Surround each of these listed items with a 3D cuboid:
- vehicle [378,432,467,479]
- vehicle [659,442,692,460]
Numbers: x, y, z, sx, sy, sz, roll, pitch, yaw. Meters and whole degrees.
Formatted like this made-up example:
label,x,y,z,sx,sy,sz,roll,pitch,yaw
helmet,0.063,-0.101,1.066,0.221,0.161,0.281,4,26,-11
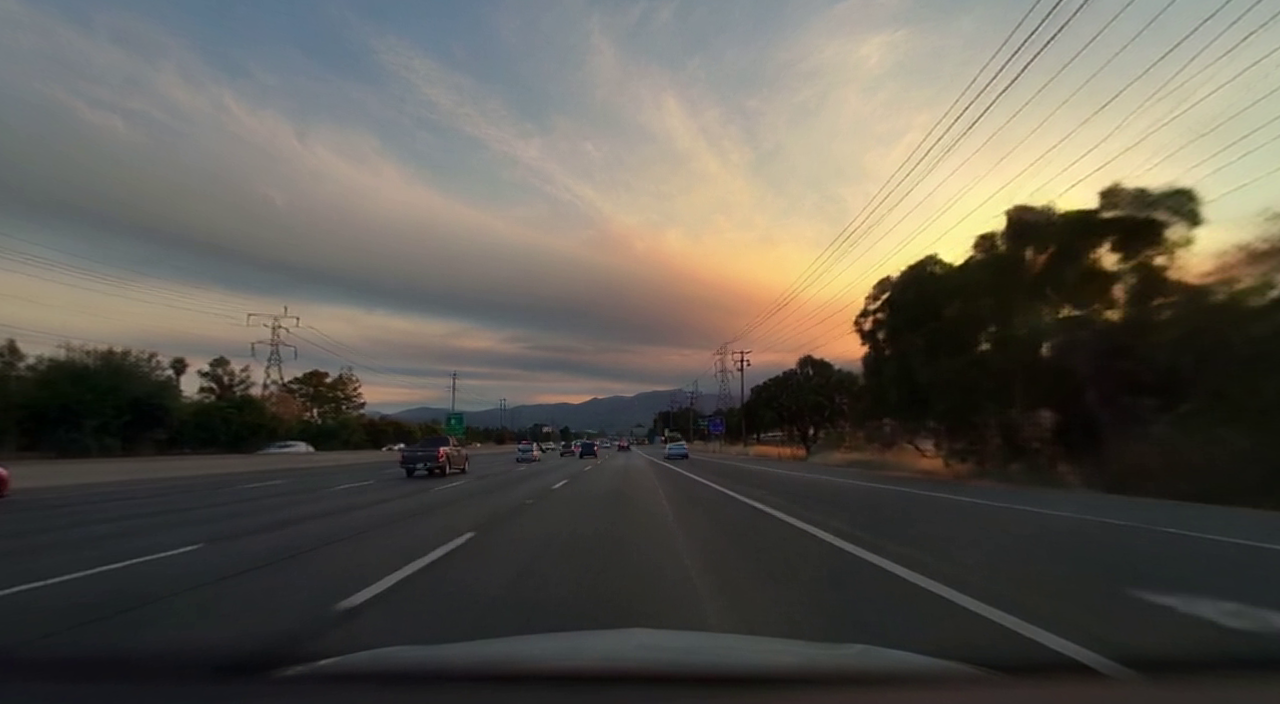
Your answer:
label,x,y,z,sx,sy,sz,roll,pitch,yaw
vehicle,-9.219,4.456,27.341,2.115,1.799,5.444,0,-9,-2
vehicle,2.713,7.727,49.405,2.015,1.391,3.897,1,-9,-5
